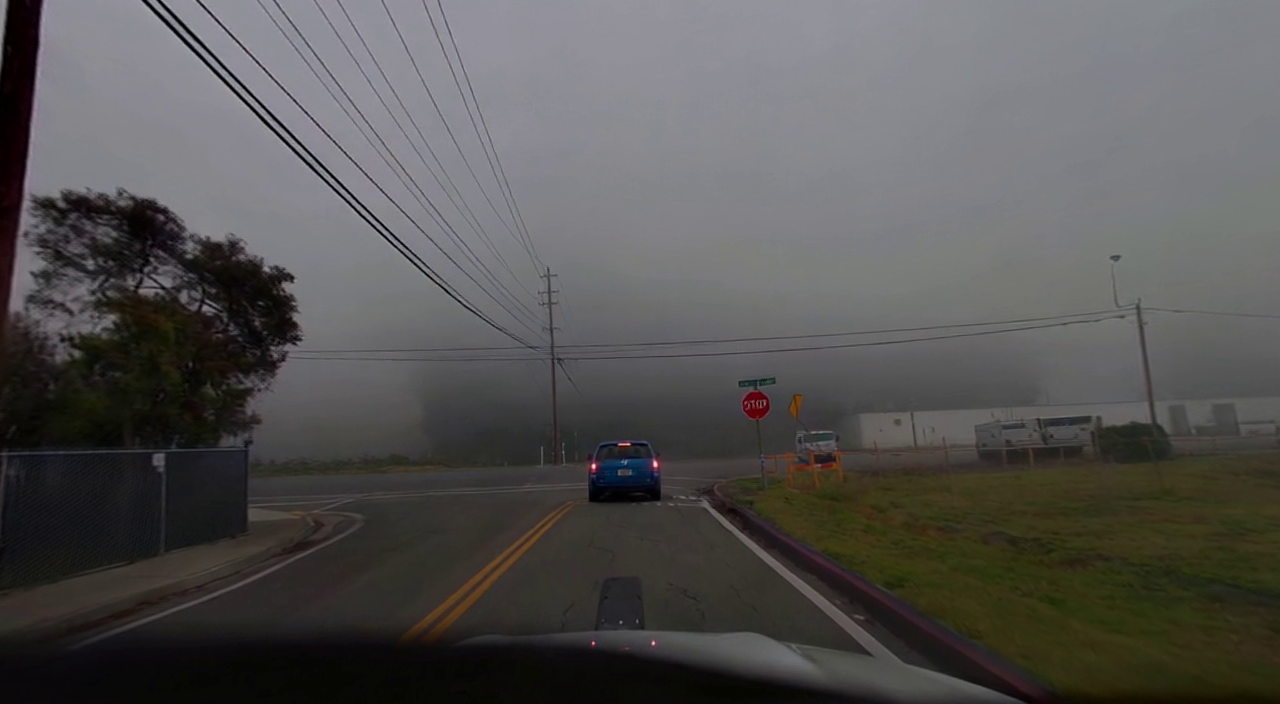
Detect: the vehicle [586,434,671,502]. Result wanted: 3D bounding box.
[{"bbox_3d":[-0.388,3.224,18.036,2.137,1.698,4.166,0,-8,-3],"label":"vehicle"}]
